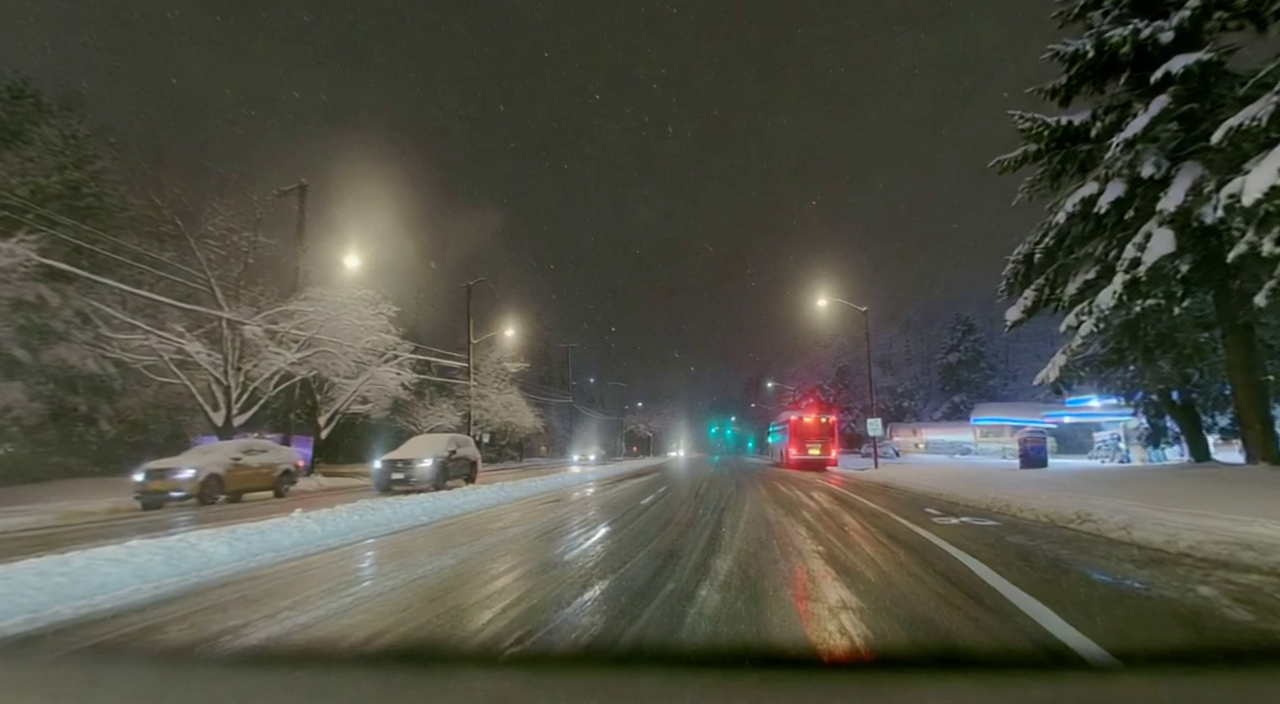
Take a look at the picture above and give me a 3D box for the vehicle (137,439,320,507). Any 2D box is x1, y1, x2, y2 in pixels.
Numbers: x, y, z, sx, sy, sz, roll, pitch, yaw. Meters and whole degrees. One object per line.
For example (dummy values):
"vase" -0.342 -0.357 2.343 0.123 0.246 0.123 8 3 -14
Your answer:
"vehicle" -12.042 3.512 18.921 1.977 1.744 4.513 -1 -8 8

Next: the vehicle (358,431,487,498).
"vehicle" -6.212 3.253 18.616 1.982 1.722 4.070 -1 -8 7

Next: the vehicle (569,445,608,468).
"vehicle" -3.462 7.084 42.873 1.900 1.481 4.317 -1 -8 5

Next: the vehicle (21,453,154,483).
"vehicle" -29.890 6.267 34.394 1.799 1.467 5.374 -3 -9 12
